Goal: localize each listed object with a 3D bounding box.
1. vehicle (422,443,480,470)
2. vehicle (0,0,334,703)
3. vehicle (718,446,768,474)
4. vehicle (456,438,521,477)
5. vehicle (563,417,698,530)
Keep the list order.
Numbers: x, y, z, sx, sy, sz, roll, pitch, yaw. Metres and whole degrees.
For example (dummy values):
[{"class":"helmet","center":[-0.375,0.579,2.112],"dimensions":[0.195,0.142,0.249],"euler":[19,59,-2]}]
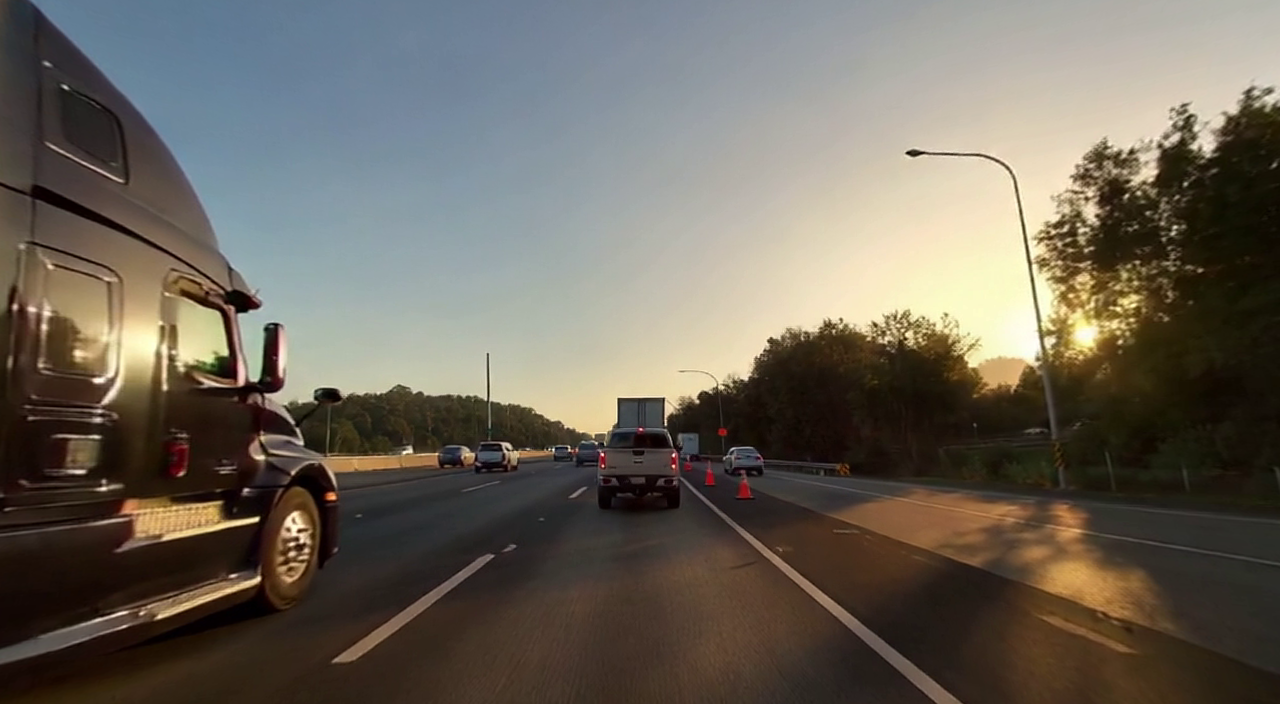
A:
[{"class":"vehicle","center":[-11.181,6.223,37.605],"dimensions":[1.985,1.496,4.583],"euler":[0,-9,1]},{"class":"vehicle","center":[-3.850,-0.280,0.292],"dimensions":[2.990,3.885,8.243],"euler":[0,-9,2]},{"class":"vehicle","center":[5.722,6.045,35.531],"dimensions":[1.918,1.479,4.571],"euler":[0,-9,-1]},{"class":"vehicle","center":[-7.158,5.018,30.253],"dimensions":[1.950,1.716,4.436],"euler":[0,-9,1]},{"class":"vehicle","center":[-0.152,2.243,12.089],"dimensions":[2.152,1.779,3.924],"euler":[0,-9,0]}]
